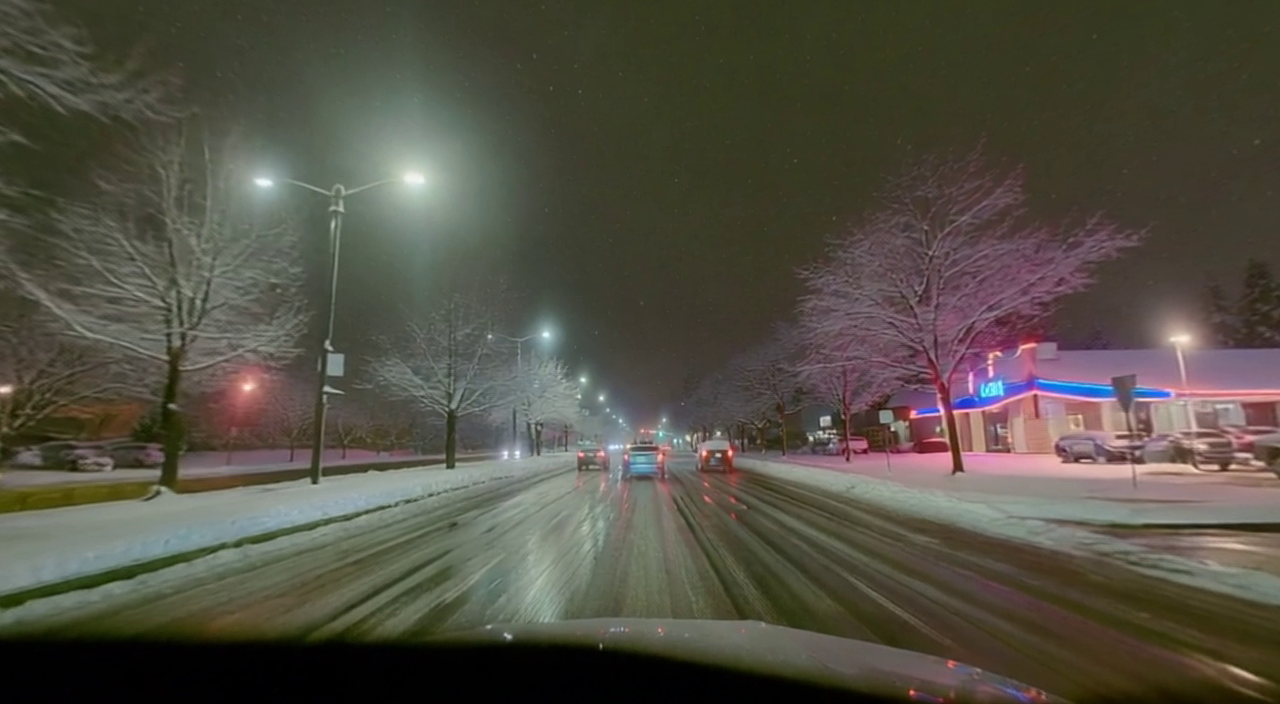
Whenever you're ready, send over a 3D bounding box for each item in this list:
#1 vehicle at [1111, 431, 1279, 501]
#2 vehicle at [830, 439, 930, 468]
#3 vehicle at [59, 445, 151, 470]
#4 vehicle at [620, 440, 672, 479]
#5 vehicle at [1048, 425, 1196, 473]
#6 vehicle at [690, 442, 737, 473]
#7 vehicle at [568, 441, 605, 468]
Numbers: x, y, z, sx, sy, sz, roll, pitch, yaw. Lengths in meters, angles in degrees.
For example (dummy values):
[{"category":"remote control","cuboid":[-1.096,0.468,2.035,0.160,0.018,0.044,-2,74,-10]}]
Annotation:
[{"category":"vehicle","cuboid":[14.909,2.846,16.215,2.099,1.526,4.555,-1,-8,1]},{"category":"vehicle","cuboid":[12.696,5.392,33.633,4.622,1.469,1.934,-2,-9,8]},{"category":"vehicle","cuboid":[-36.296,7.167,42.835,4.357,1.591,1.981,0,-9,-2]},{"category":"vehicle","cuboid":[0.219,4.556,26.967,2.059,1.477,4.216,0,-8,0]},{"category":"vehicle","cuboid":[18.403,3.742,24.428,1.927,1.674,4.638,0,-8,-2]},{"category":"vehicle","cuboid":[3.756,5.462,32.935,2.012,1.462,4.400,0,-8,1]},{"category":"vehicle","cuboid":[-3.336,6.503,40.218,1.995,1.607,4.086,0,-8,0]}]
